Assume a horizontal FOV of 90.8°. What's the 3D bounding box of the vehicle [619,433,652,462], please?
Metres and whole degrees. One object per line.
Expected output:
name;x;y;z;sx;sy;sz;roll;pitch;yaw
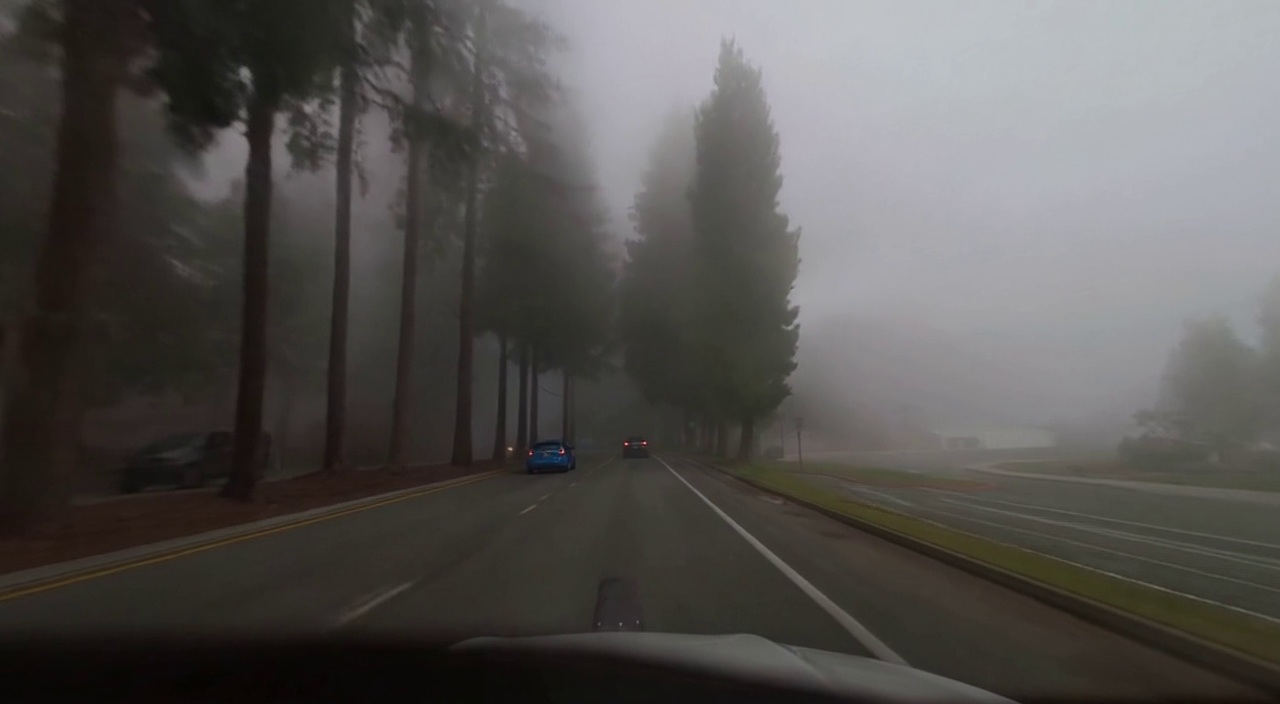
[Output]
vehicle;-0.295;6.149;40.919;2.018;1.769;3.897;0;-8;0

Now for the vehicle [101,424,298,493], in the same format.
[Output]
vehicle;-16.507;4.037;24.481;2.687;2.262;6.995;0;-8;-1

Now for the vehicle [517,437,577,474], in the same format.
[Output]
vehicle;-3.909;4.432;27.300;1.917;1.448;4.178;0;-8;1
